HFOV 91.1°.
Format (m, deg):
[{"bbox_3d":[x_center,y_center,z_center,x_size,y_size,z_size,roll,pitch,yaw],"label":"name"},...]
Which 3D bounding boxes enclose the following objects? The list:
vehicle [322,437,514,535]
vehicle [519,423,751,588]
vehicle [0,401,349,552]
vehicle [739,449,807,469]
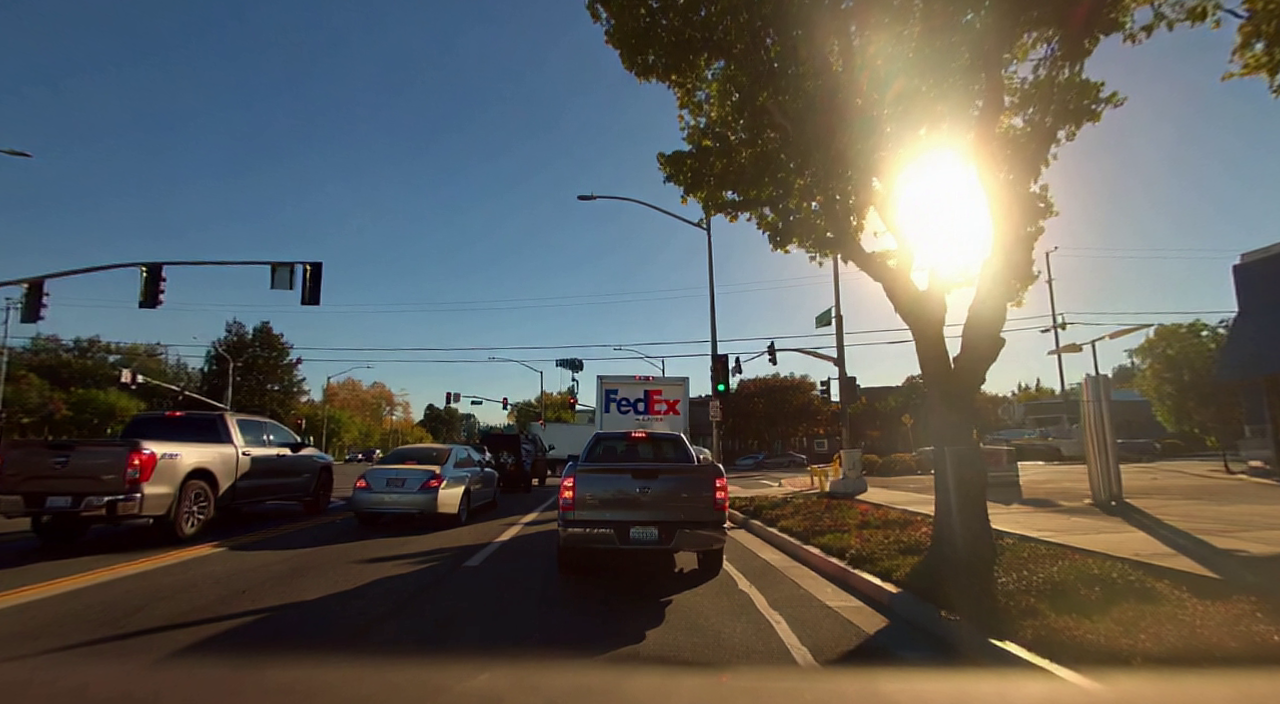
[{"bbox_3d":[-3.873,2.397,11.929,1.949,1.487,4.390,0,-9,1],"label":"vehicle"},{"bbox_3d":[-0.051,1.746,8.011,2.145,1.513,4.269,0,-9,0],"label":"vehicle"},{"bbox_3d":[-7.289,1.981,10.730,2.125,1.893,5.498,0,-9,-2],"label":"vehicle"},{"bbox_3d":[10.274,8.282,48.650,4.841,1.494,1.829,1,-9,-5],"label":"vehicle"}]
